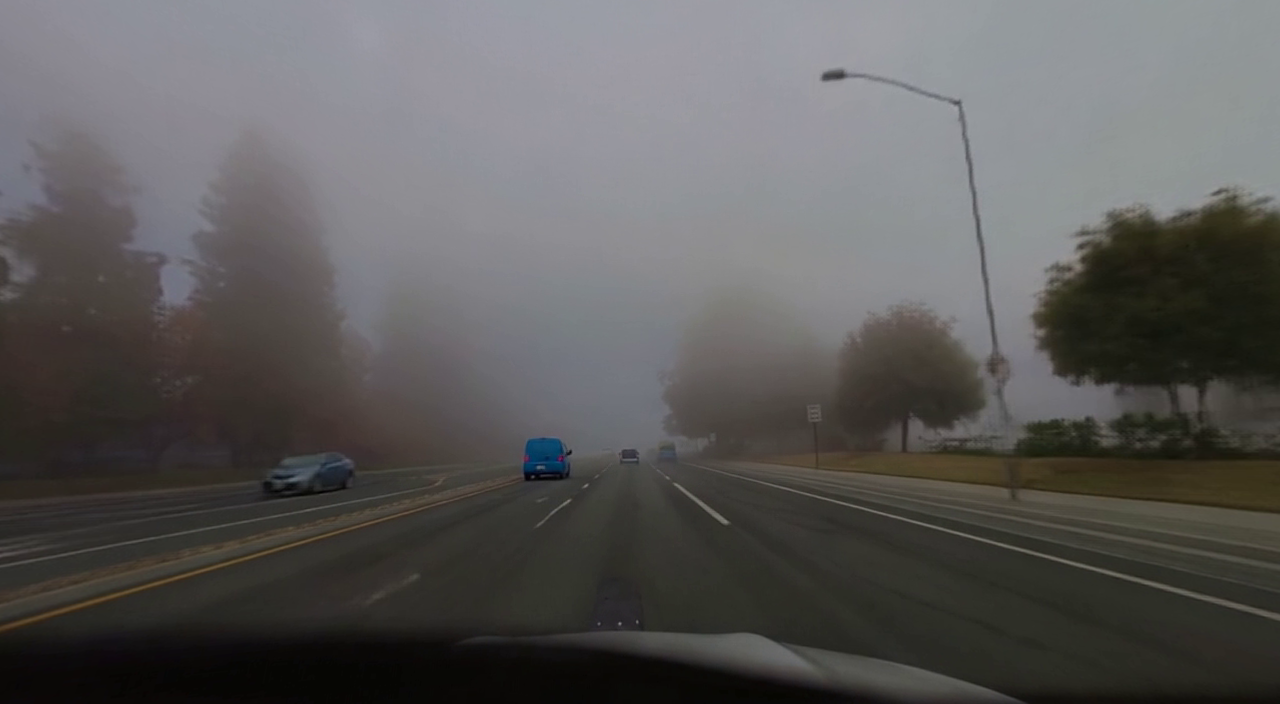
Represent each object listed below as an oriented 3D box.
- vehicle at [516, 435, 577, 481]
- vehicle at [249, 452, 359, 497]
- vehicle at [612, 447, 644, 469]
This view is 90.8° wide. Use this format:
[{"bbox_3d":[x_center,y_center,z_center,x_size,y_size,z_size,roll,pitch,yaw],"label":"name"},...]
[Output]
[{"bbox_3d":[-4.072,4.709,28.320,2.075,1.863,4.744,0,-9,0],"label":"vehicle"},{"bbox_3d":[-12.647,4.597,24.219,2.060,1.506,4.827,1,-9,-7],"label":"vehicle"},{"bbox_3d":[-0.829,7.224,43.168,2.039,1.455,3.826,0,-9,-2],"label":"vehicle"}]
